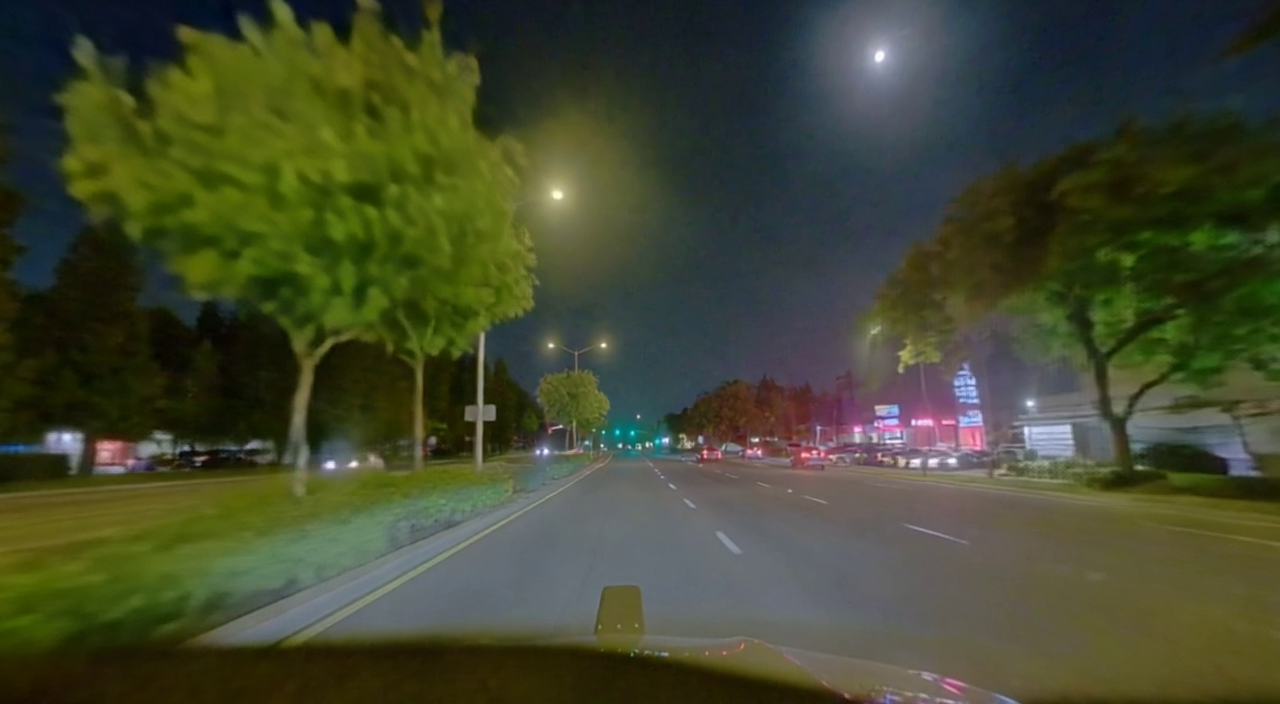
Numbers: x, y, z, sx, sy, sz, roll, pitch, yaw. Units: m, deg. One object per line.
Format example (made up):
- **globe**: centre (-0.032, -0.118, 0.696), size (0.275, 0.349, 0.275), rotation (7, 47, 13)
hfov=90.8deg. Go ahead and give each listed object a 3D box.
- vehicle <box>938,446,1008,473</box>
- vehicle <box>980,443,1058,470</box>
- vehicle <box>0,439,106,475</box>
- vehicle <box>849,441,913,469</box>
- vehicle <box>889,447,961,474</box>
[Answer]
- **vehicle**: centre (19.546, 6.298, 37.315), size (1.972, 1.461, 4.021), rotation (1, -8, 0)
- **vehicle**: centre (22.340, 6.182, 37.493), size (1.895, 1.471, 4.511), rotation (-2, -9, 2)
- **vehicle**: centre (-28.894, 5.081, 30.565), size (4.208, 1.648, 1.980), rotation (0, -8, -3)
- **vehicle**: centre (16.266, 6.958, 42.978), size (2.052, 1.749, 5.213), rotation (0, -8, -3)
- **vehicle**: centre (16.532, 6.310, 36.906), size (1.863, 1.445, 4.703), rotation (0, -8, -2)
